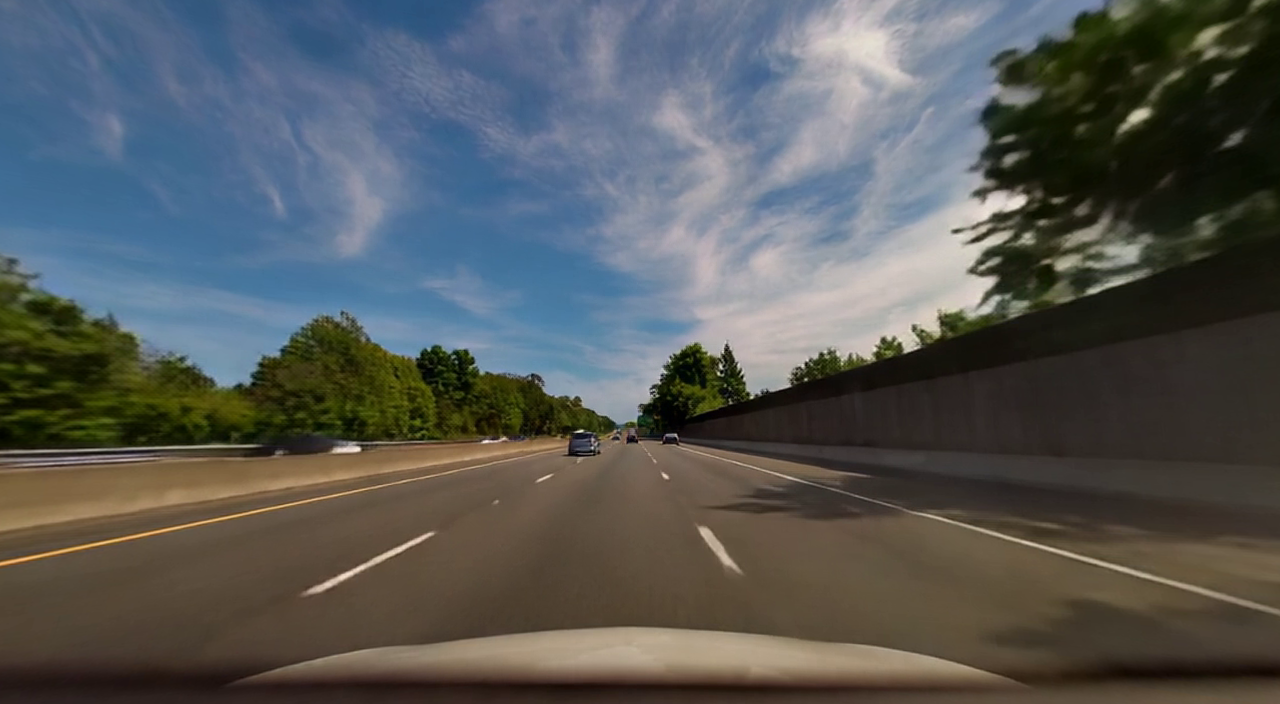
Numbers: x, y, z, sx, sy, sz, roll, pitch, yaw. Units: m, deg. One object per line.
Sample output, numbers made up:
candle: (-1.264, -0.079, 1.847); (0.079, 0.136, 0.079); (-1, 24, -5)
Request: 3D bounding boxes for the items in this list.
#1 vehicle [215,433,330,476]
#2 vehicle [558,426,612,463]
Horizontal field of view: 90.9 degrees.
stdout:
vehicle: (-13.757, 3.820, 23.932); (1.917, 1.466, 4.269); (0, -8, -2)
vehicle: (-2.772, 4.763, 32.672); (2.306, 1.730, 4.606); (0, -8, 1)
